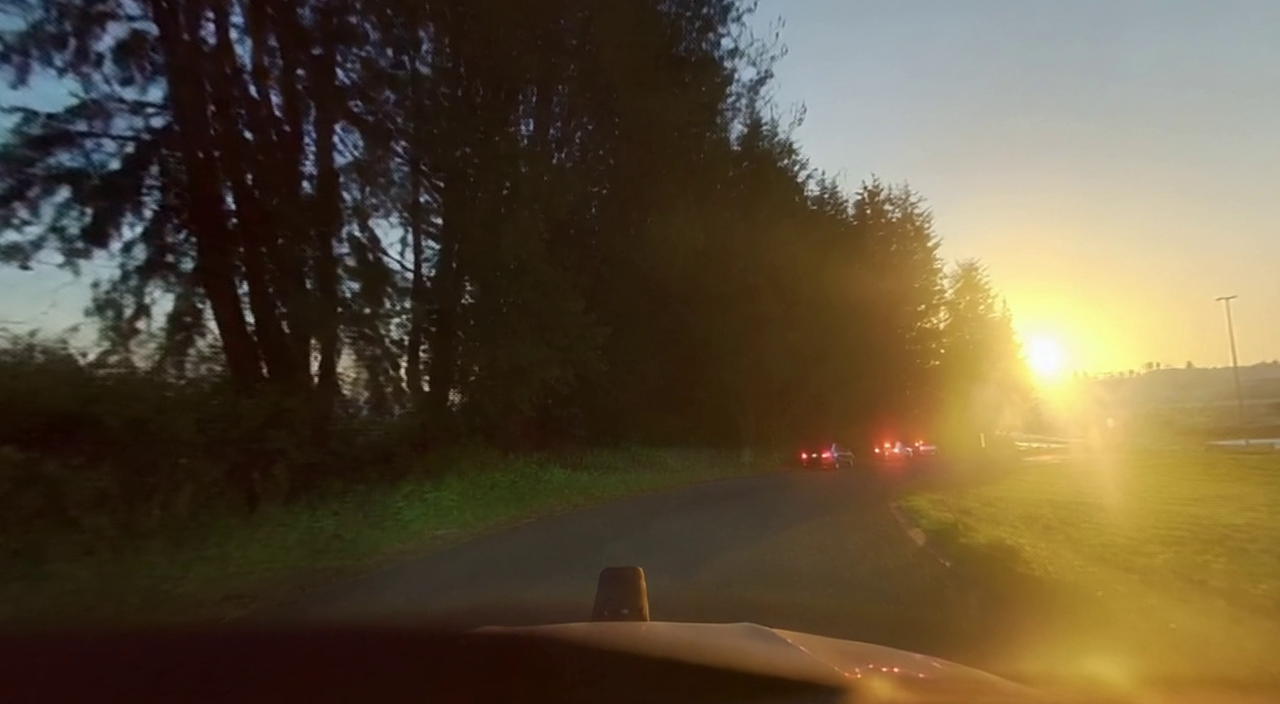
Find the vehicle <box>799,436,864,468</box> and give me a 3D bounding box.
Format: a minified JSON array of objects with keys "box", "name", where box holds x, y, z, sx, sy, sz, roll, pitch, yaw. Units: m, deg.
[{"box":[11.611,6.016,37.950,1.988,1.789,4.257,-7,-11,44],"name":"vehicle"}]
